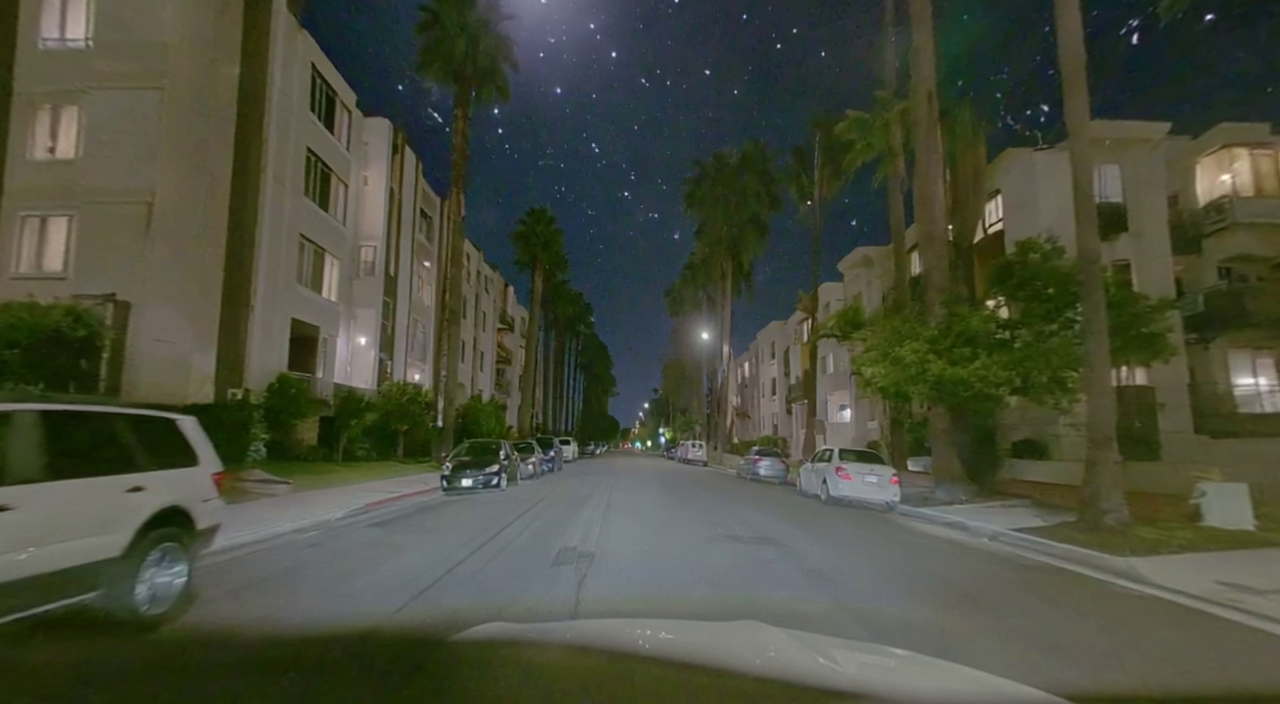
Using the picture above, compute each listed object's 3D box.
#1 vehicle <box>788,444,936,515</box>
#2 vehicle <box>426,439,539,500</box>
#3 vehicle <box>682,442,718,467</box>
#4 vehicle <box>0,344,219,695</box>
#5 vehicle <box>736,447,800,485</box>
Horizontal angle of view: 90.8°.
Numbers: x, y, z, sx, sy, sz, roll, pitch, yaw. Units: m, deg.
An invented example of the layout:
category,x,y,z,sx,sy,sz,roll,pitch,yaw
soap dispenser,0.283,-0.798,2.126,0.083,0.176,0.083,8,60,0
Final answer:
category,x,y,z,sx,sy,sz,roll,pitch,yaw
vehicle,5.485,3.188,16.372,2.121,1.568,4.473,0,-8,-1
vehicle,-4.483,3.419,18.851,2.066,1.506,4.719,1,-9,1
vehicle,4.419,7.642,47.322,1.969,1.782,4.677,1,-9,-4
vehicle,-4.610,0.784,2.641,1.999,1.945,5.026,1,-8,3
vehicle,5.328,4.790,26.772,1.812,1.461,3.575,0,-8,-2
